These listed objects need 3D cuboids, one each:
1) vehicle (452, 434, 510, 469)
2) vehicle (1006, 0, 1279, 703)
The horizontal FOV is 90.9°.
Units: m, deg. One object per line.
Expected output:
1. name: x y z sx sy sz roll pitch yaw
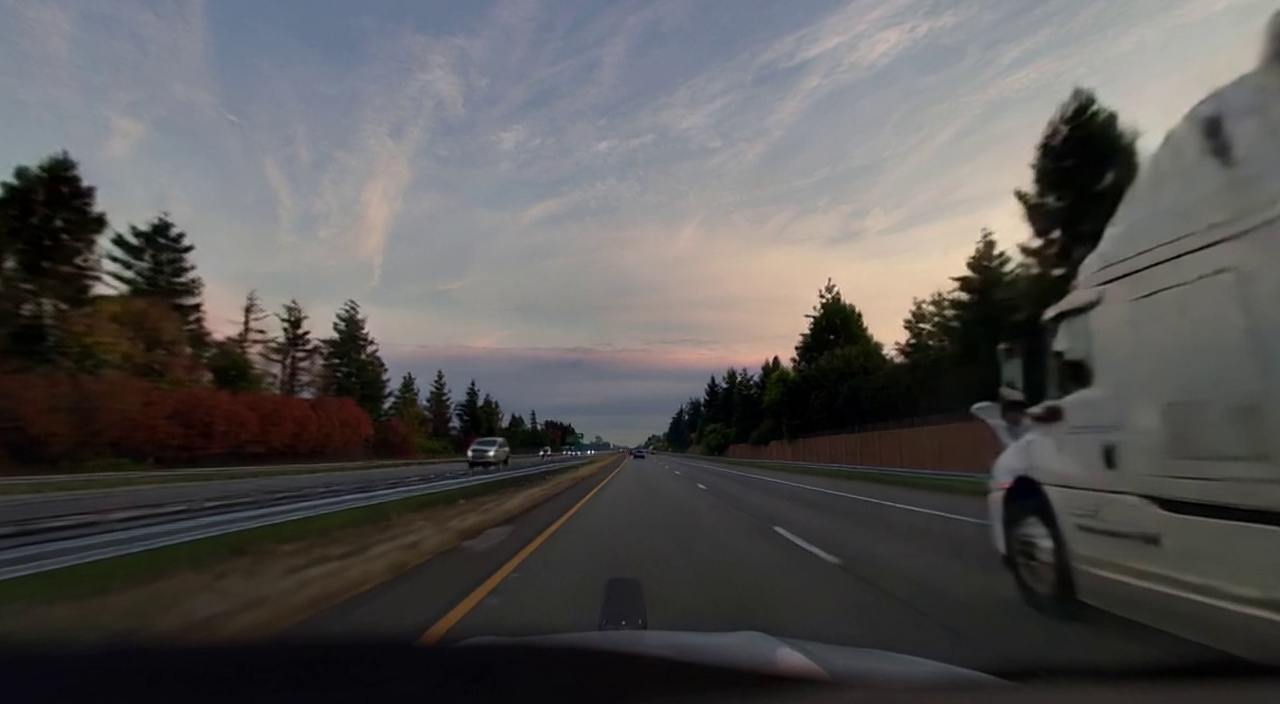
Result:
1. vehicle: -8.989 5.710 36.139 2.018 1.875 5.039 0 -9 0
2. vehicle: 3.889 -0.453 0.880 2.999 3.668 5.909 0 -9 0
